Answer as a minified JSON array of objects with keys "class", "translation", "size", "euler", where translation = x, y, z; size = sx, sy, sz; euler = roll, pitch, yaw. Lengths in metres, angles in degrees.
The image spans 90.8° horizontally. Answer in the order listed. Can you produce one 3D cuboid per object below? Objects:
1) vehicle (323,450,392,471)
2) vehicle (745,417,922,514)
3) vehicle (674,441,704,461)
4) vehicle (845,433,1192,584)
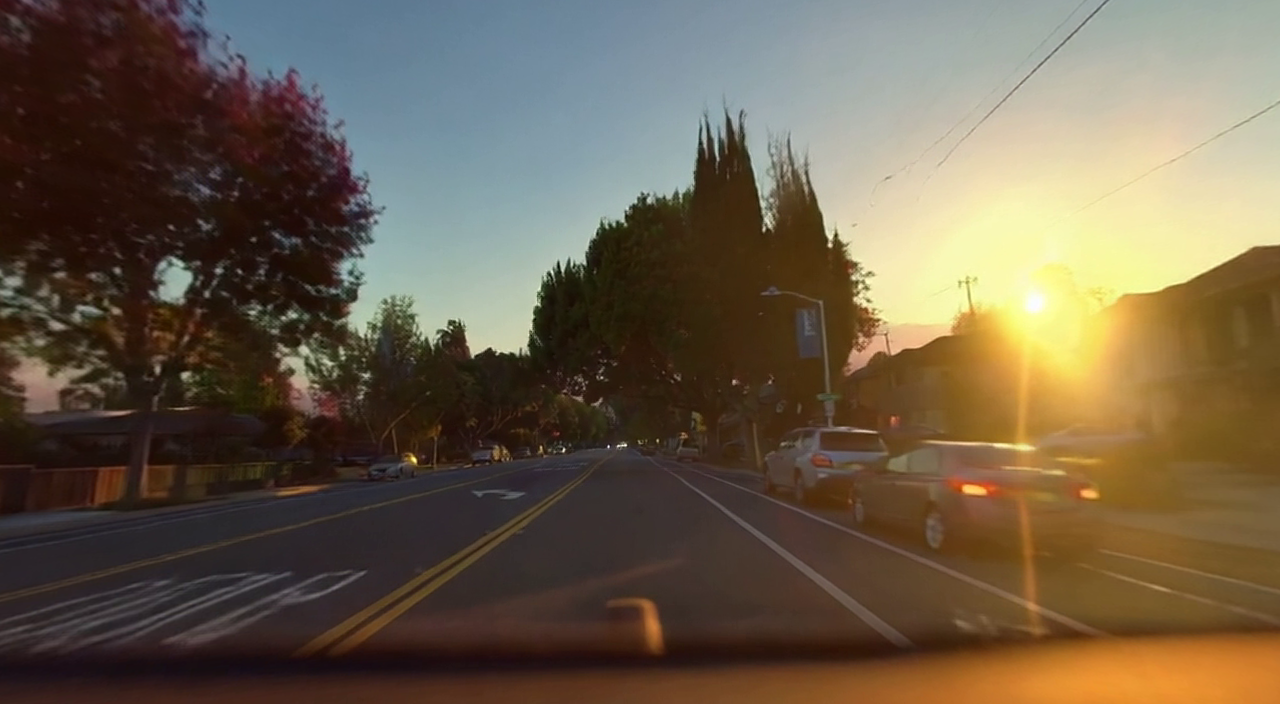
[{"class":"vehicle","translation":[-22.250,8.553,49.870],"size":[4.413,1.477,2.100],"euler":[-1,-9,0]},{"class":"vehicle","translation":[4.237,2.632,15.197],"size":[2.293,1.858,5.868],"euler":[0,-8,-1]},{"class":"vehicle","translation":[3.734,7.673,48.912],"size":[1.970,1.455,4.233],"euler":[0,-8,-1]},{"class":"vehicle","translation":[4.494,1.882,8.525],"size":[1.919,1.474,4.370],"euler":[0,-8,-1]}]
